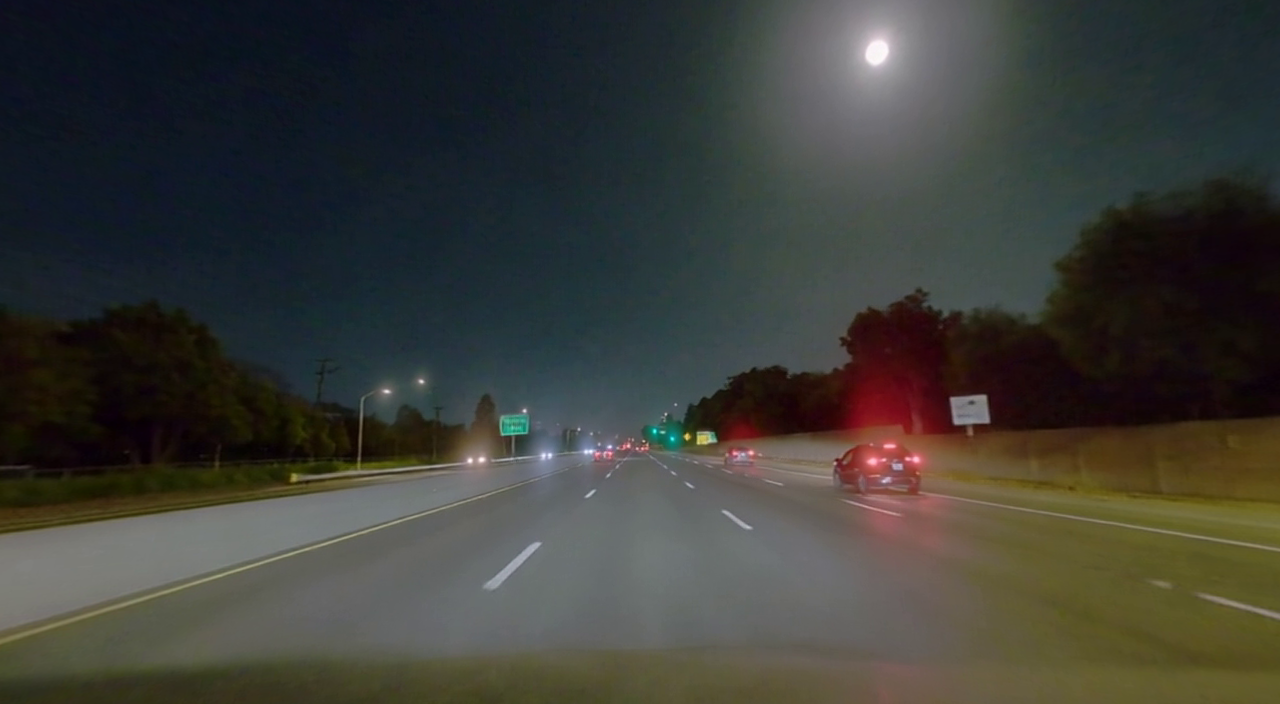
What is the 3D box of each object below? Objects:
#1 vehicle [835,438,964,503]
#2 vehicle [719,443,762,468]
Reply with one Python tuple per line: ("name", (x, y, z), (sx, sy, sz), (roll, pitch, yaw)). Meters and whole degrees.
("vehicle", (6.781, 3.095, 16.952), (1.838, 1.518, 3.713), (0, -8, 0))
("vehicle", (6.620, 6.866, 42.086), (1.987, 1.597, 4.463), (0, -8, -2))
